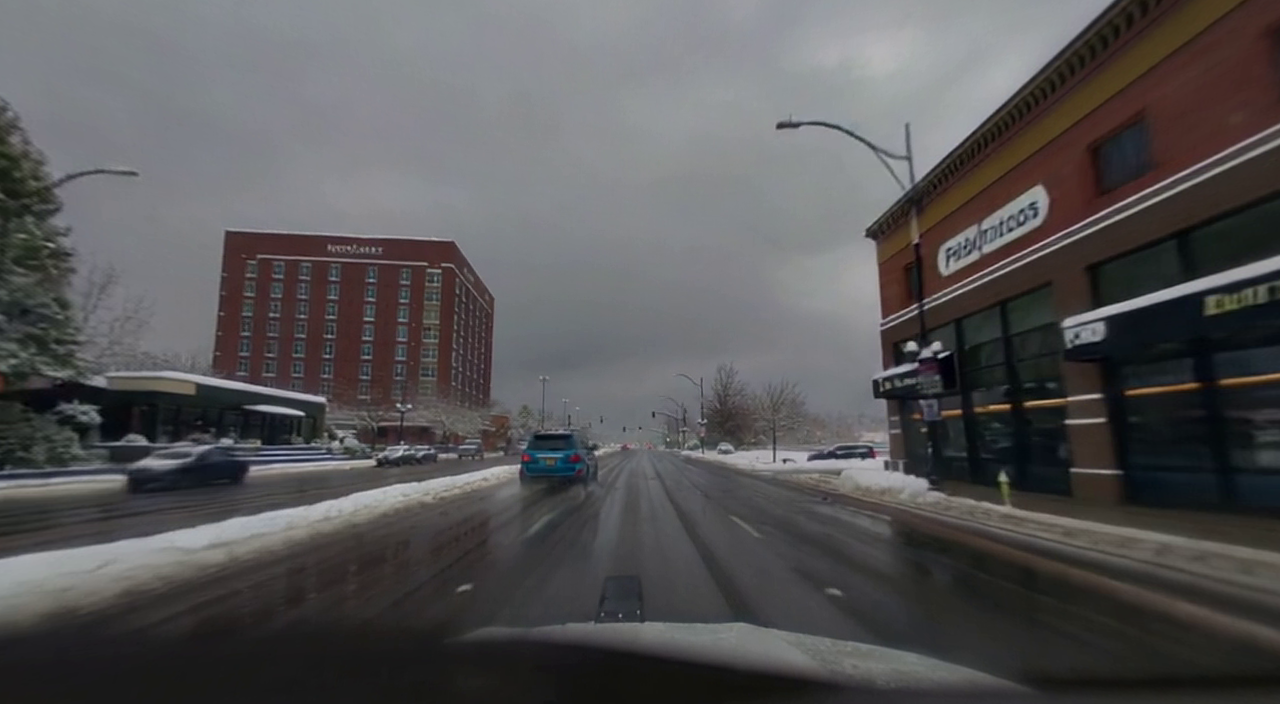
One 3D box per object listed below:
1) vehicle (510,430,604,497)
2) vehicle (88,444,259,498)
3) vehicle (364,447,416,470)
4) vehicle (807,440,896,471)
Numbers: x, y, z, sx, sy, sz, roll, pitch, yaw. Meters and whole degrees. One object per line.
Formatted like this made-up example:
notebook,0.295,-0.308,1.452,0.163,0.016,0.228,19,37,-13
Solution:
vehicle,-2.272,3.185,18.266,2.080,1.722,3.766,0,-9,2
vehicle,-14.498,3.687,19.966,1.909,1.490,4.531,0,-9,1
vehicle,-17.756,7.563,44.929,1.852,1.481,4.660,0,-9,-1
vehicle,14.863,7.319,44.651,2.589,1.989,5.779,4,-10,-26
